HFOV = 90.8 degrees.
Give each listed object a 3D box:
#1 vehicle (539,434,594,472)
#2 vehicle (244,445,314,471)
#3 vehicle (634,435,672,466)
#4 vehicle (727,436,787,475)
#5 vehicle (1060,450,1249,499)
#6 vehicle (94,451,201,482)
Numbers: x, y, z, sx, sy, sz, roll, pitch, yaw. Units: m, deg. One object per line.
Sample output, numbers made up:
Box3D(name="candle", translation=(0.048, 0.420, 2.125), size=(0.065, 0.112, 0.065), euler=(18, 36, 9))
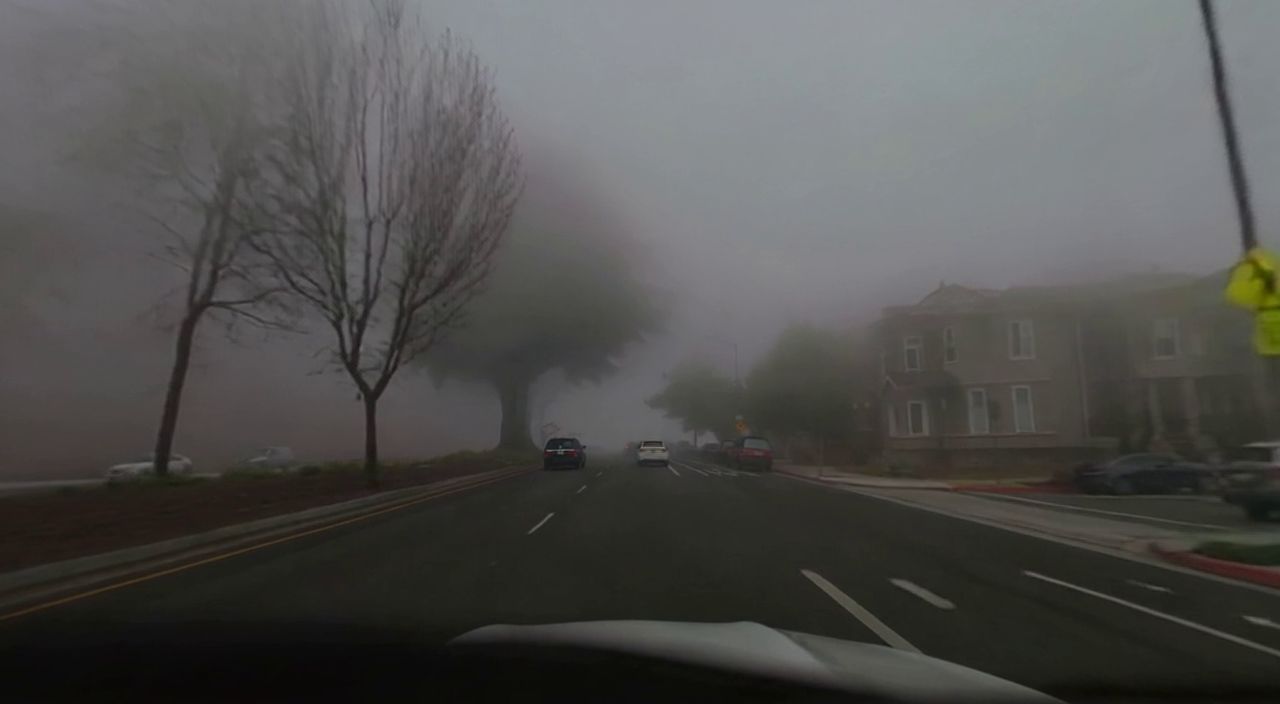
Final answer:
Box3D(name="vehicle", translation=(-3.618, 5.104, 32.000), size=(2.233, 1.775, 4.491), euler=(0, -9, 0))
Box3D(name="vehicle", translation=(-25.700, 7.554, 45.214), size=(2.018, 1.721, 4.735), euler=(0, -9, 2))
Box3D(name="vehicle", translation=(0.766, 6.316, 40.614), size=(2.273, 1.851, 5.075), euler=(0, -9, -1))
Box3D(name="vehicle", translation=(5.891, 5.272, 32.433), size=(2.154, 1.824, 4.782), euler=(0, -9, 0))
Box3D(name="vehicle", translation=(16.511, 3.919, 20.454), size=(4.459, 1.455, 1.901), euler=(0, -9, -1))
Box3D(name="vehicle", translation=(-25.568, 5.905, 33.020), size=(1.839, 1.463, 4.705), euler=(0, -9, -1))
